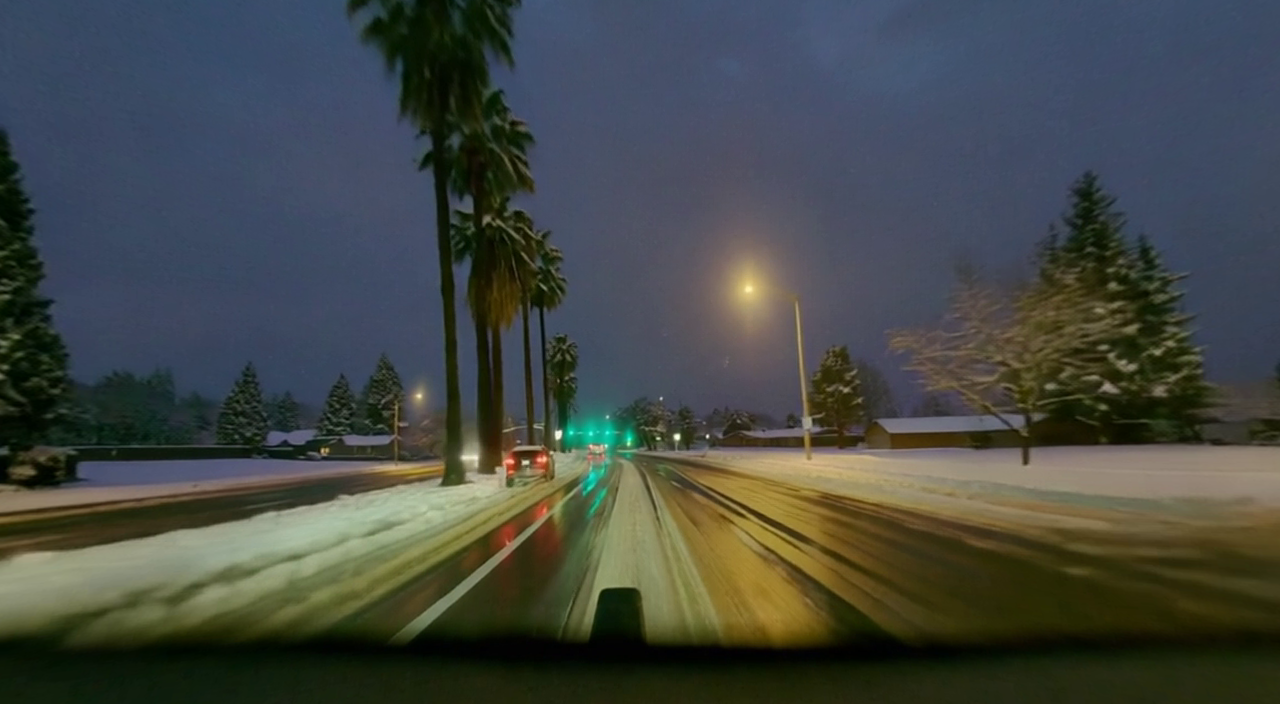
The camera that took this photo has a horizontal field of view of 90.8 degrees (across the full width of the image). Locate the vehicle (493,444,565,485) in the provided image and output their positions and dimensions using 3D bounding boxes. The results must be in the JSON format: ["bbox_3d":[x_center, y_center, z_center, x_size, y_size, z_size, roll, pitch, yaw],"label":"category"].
[{"bbox_3d":[-4.293,4.423,25.191,2.108,1.475,4.555,0,-9,-1],"label":"vehicle"}]
